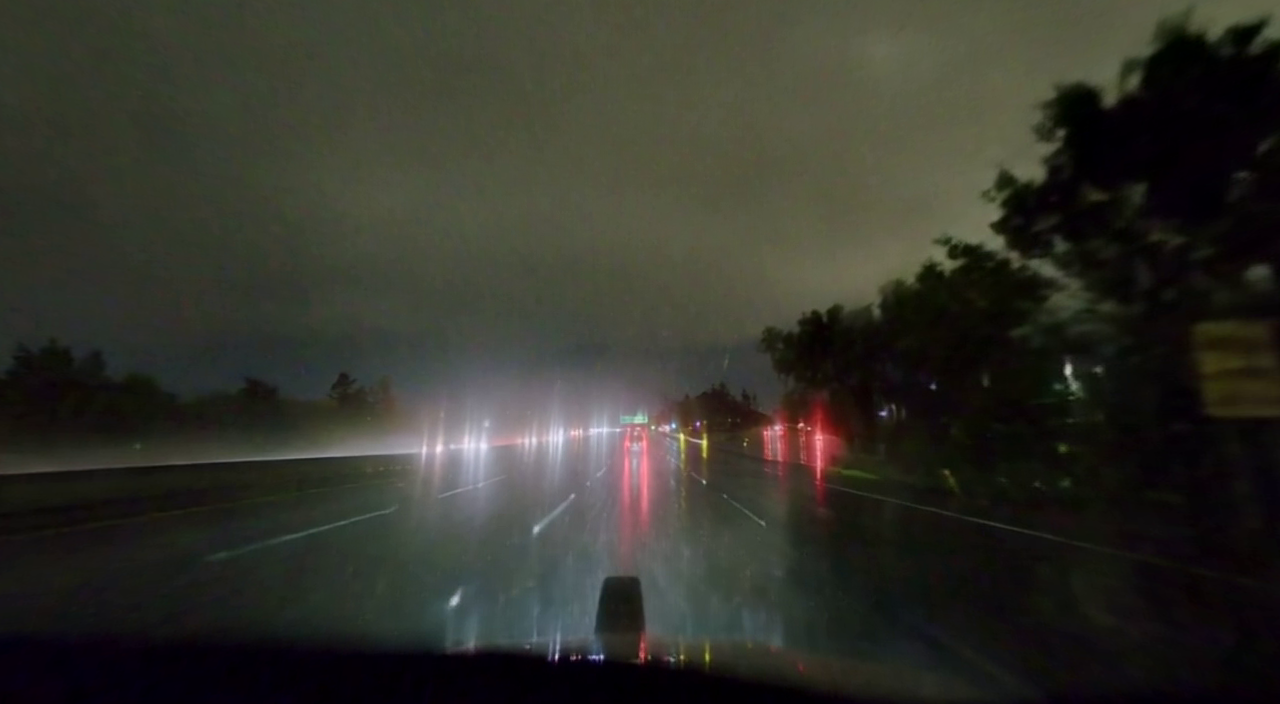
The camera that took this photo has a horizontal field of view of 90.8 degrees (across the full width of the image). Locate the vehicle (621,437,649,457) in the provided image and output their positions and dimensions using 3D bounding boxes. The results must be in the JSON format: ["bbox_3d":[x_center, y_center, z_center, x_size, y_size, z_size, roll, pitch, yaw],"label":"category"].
[{"bbox_3d":[-0.445,7.251,48.182,2.025,1.460,4.189,0,-8,-2],"label":"vehicle"}]
